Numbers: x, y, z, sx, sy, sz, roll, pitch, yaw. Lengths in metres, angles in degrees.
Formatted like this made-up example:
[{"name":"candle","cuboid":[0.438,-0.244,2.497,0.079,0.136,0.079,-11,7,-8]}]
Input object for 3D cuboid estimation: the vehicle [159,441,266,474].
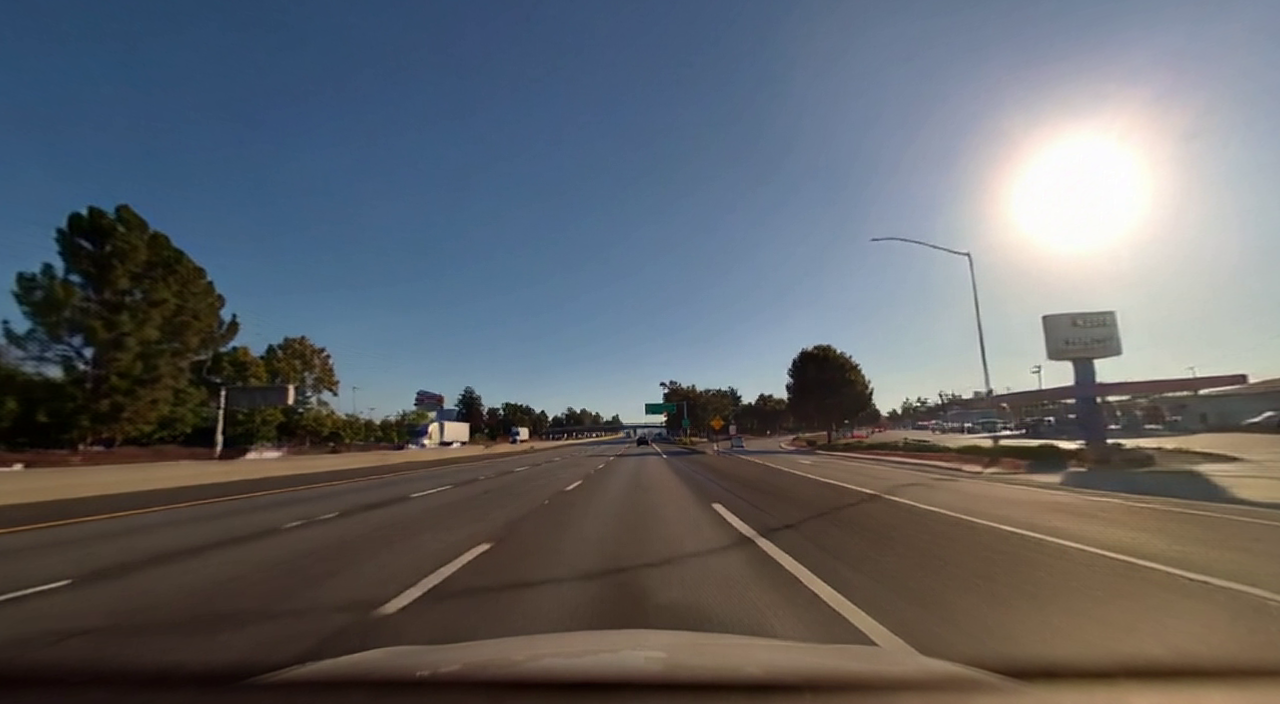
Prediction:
[{"name":"vehicle","cuboid":[-20.249,5.011,30.161,2.106,1.461,4.359,0,-8,-1]}]
